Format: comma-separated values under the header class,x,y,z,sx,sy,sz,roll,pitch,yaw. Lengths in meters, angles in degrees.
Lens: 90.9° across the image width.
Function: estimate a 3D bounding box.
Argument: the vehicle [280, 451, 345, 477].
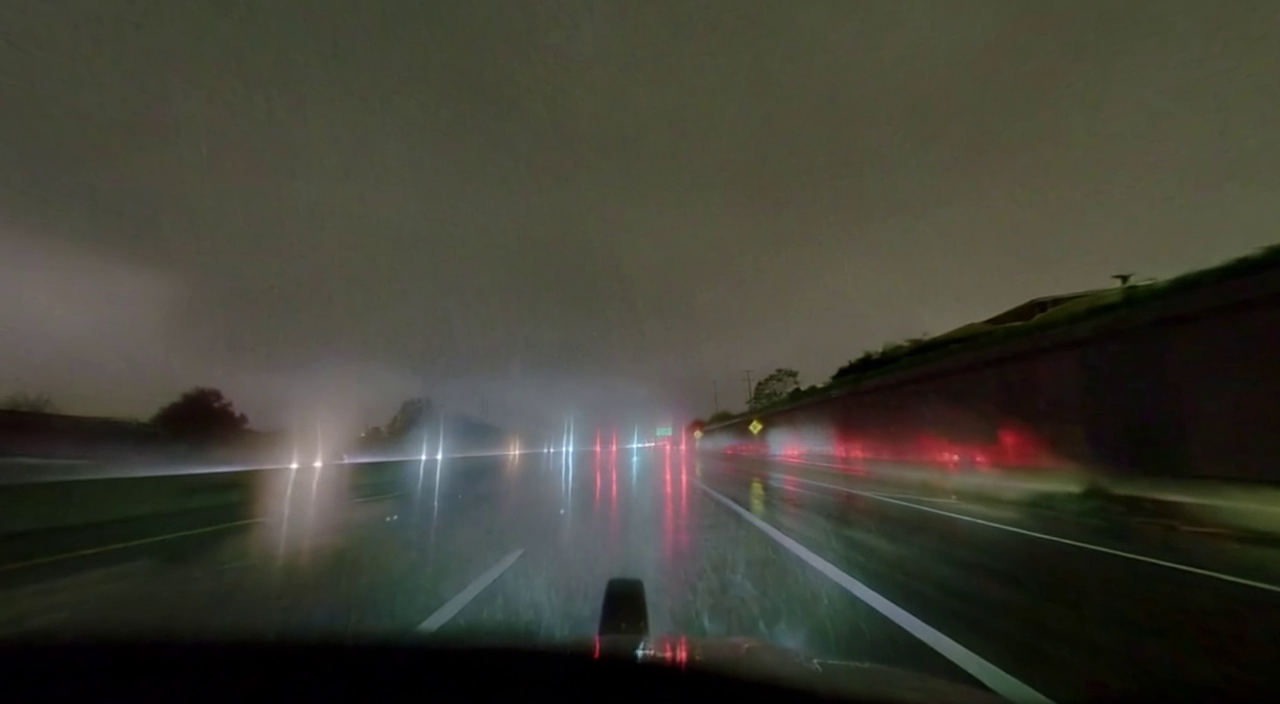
class,x,y,z,sx,sy,sz,roll,pitch,yaw
vehicle,-24.533,8.378,47.436,2.199,1.807,4.833,0,-8,1
